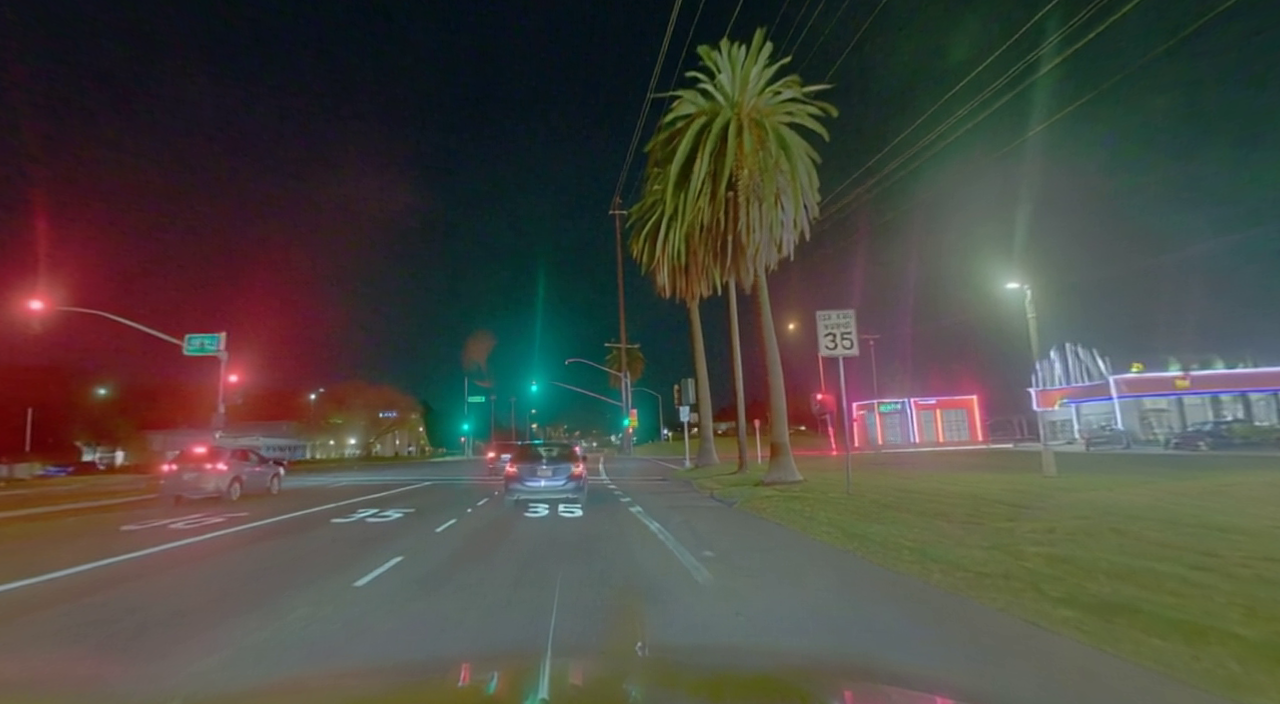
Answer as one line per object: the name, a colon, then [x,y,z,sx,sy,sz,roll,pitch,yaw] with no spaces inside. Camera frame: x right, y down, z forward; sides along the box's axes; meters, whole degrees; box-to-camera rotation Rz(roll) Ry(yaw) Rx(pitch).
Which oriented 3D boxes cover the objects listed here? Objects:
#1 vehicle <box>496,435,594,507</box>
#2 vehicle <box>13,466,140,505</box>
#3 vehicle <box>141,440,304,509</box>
vehicle: [-2.263,2.849,15.631,2.063,1.474,4.334,1,-8,-7]
vehicle: [-26.556,6.277,30.043,1.829,1.506,4.819,0,-8,-4]
vehicle: [-12.489,3.639,19.402,2.050,1.811,4.752,0,-9,-5]
